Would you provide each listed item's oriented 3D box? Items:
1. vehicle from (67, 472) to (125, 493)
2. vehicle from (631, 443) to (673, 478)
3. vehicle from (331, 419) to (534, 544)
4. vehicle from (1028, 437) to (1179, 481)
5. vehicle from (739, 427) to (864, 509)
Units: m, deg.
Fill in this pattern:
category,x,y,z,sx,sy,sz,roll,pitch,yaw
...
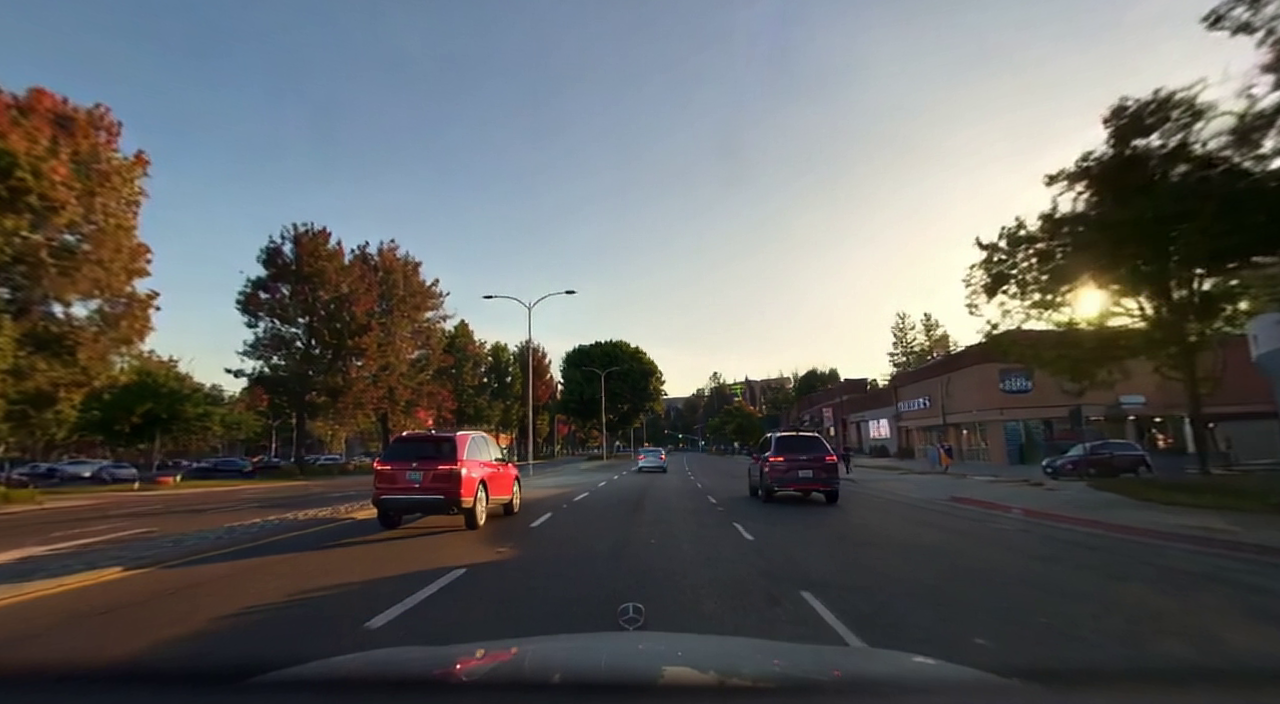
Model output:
category,x,y,z,sx,sy,sz,roll,pitch,yaw
vehicle,-37.912,9.061,43.866,3.811,1.272,1.760,-5,-10,30
vehicle,0.671,5.619,32.969,2.067,1.702,3.987,0,-9,2
vehicle,-3.441,2.244,11.557,2.047,1.810,4.414,0,-9,2
vehicle,18.527,4.291,25.492,4.601,1.603,1.852,-5,-10,28
vehicle,3.903,2.887,16.125,2.083,1.779,4.347,0,-9,1
